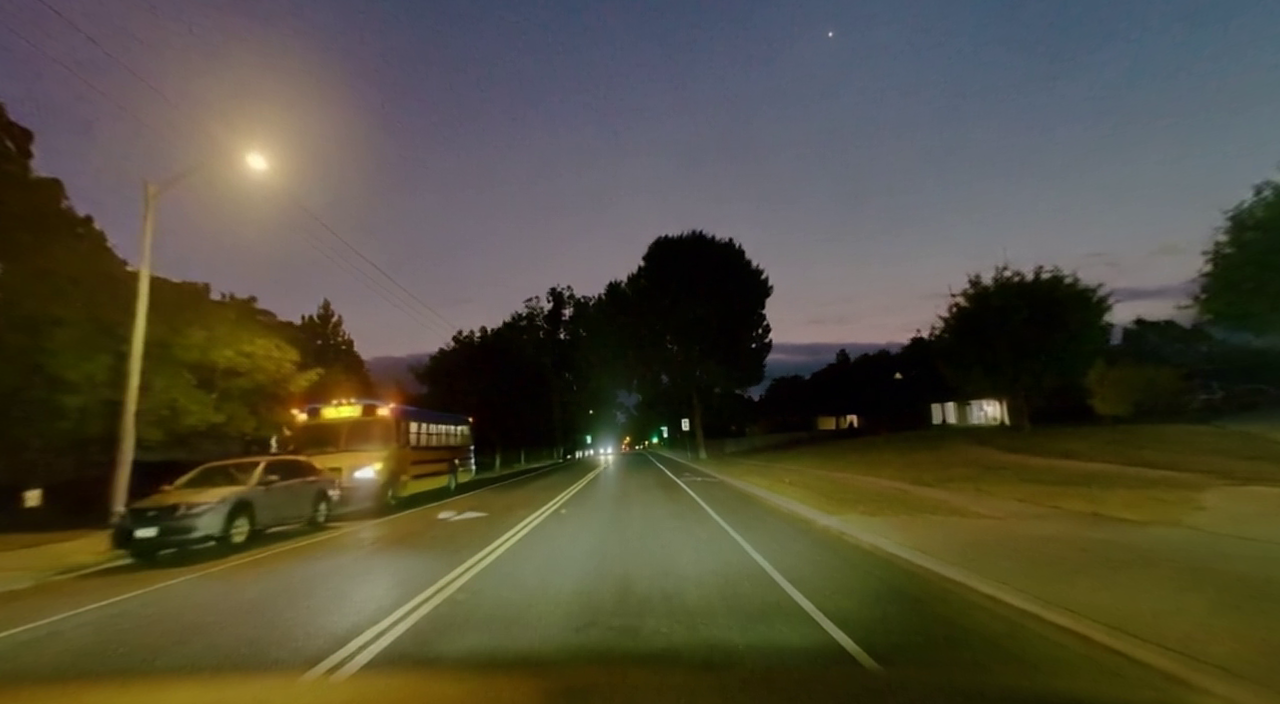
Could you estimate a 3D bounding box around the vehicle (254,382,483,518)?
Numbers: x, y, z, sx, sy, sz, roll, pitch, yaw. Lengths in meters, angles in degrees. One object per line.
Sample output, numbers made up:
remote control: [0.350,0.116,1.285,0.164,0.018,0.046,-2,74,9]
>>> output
vehicle: [-6.689,2.611,17.094,2.835,2.876,7.091,0,-8,1]

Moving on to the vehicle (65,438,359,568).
vehicle: [-6.792,2.362,10.816,2.023,1.721,4.418,0,-8,-2]
